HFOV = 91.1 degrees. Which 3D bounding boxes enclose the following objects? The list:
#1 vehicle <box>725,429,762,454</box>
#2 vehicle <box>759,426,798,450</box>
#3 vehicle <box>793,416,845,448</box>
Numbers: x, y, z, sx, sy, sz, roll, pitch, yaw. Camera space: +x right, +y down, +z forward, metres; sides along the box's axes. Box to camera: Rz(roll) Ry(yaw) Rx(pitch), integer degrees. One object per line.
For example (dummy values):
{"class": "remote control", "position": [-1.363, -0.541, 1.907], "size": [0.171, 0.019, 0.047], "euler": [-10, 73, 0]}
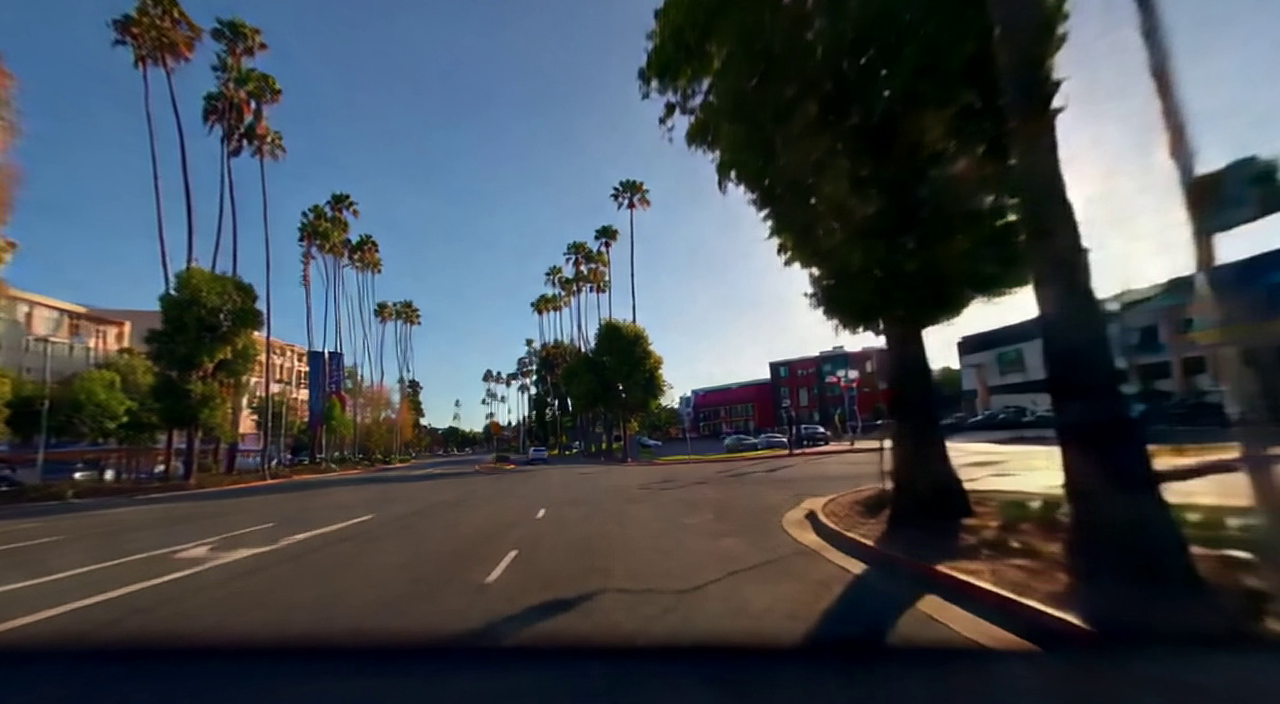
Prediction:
{"class": "vehicle", "position": [7.672, 6.679, 46.812], "size": [2.196, 1.715, 4.918], "euler": [-1, -9, 3]}
{"class": "vehicle", "position": [10.268, 6.453, 46.886], "size": [2.065, 1.687, 4.584], "euler": [-1, -9, 4]}
{"class": "vehicle", "position": [13.247, 5.986, 46.906], "size": [2.237, 1.962, 5.424], "euler": [-8, -8, 1]}
